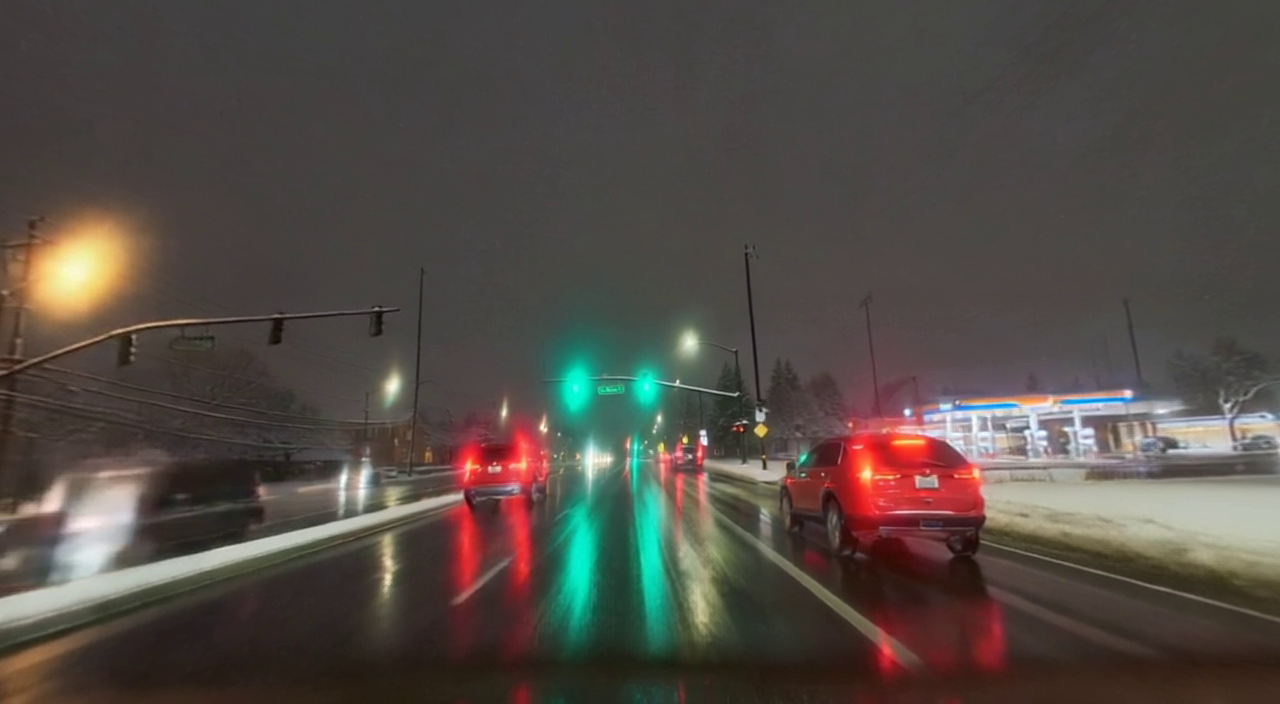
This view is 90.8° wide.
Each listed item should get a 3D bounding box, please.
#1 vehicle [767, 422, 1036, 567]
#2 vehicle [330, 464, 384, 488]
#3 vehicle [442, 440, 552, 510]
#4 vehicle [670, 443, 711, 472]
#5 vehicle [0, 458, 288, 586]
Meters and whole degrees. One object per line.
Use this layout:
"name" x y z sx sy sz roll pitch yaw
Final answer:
"vehicle" 3.508 1.992 9.645 2.085 1.655 4.459 0 -9 -1
"vehicle" -20.736 9.062 46.439 1.849 1.497 4.444 0 -9 0
"vehicle" -3.647 3.206 16.915 1.935 1.617 4.045 0 -9 1
"vehicle" 3.119 6.638 39.922 2.066 1.699 4.419 0 -9 -2
"vehicle" -8.056 2.543 10.299 2.056 1.519 4.383 0 -8 1
